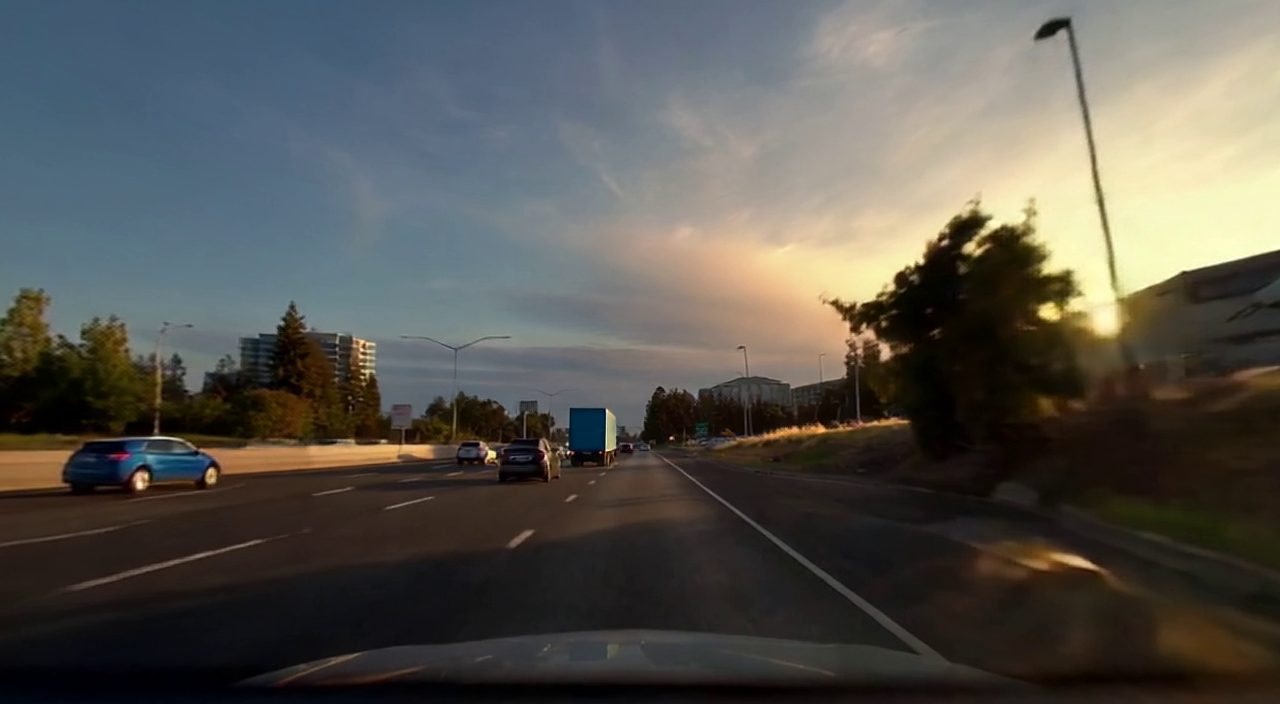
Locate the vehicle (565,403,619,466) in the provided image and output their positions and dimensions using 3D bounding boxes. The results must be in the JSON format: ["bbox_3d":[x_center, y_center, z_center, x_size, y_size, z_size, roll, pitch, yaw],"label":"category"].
[{"bbox_3d":[-3.318,6.268,47.343,2.905,4.037,12.921,0,-8,1],"label":"vehicle"}]

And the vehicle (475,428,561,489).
[{"bbox_3d":[-4.015,3.579,21.616,2.058,1.840,4.443,0,-8,0],"label":"vehicle"}]

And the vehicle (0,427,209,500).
[{"bbox_3d":[-14.349,2.953,17.150,1.997,1.695,4.492,0,-8,1],"label":"vehicle"}]
